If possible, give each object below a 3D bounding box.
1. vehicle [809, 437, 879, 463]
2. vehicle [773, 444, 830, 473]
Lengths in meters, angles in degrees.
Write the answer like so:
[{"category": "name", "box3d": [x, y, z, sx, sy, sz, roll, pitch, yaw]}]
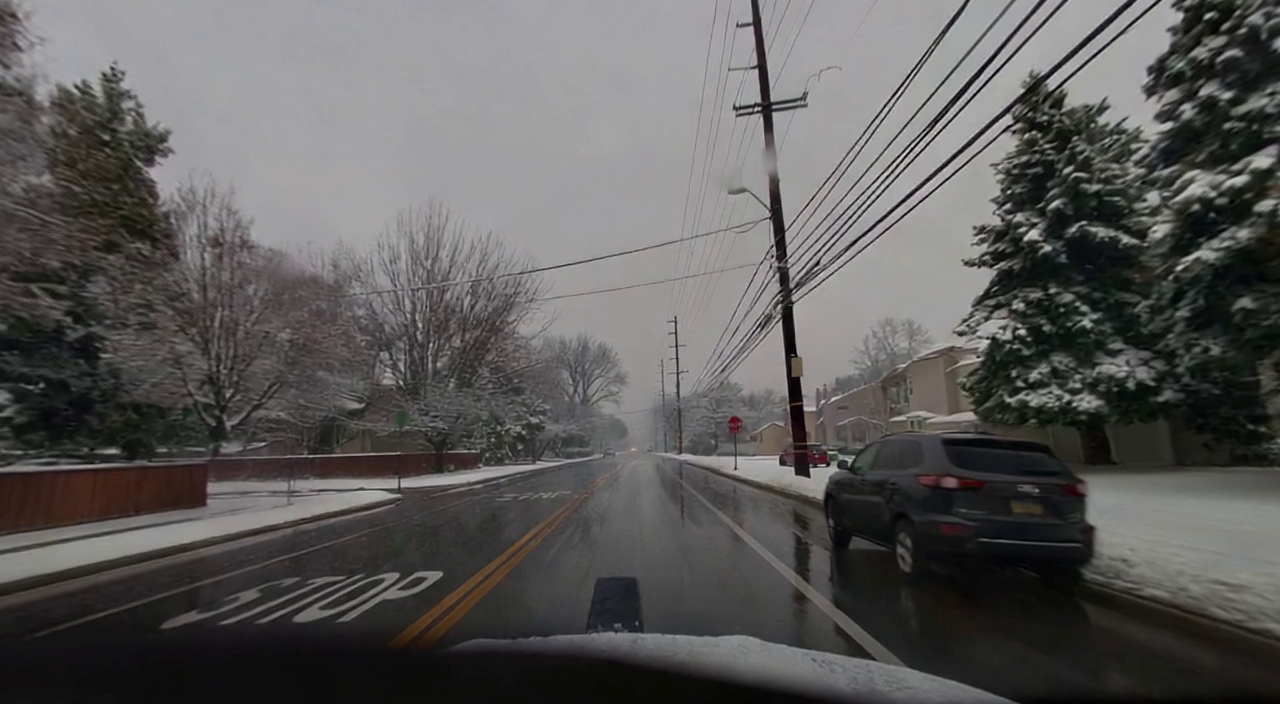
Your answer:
[{"category": "vehicle", "box3d": [14.912, 7.238, 46.389, 4.376, 1.488, 1.962, -4, -11, 1]}, {"category": "vehicle", "box3d": [8.903, 5.891, 35.243, 1.811, 1.491, 4.407, 0, -9, -3]}]
